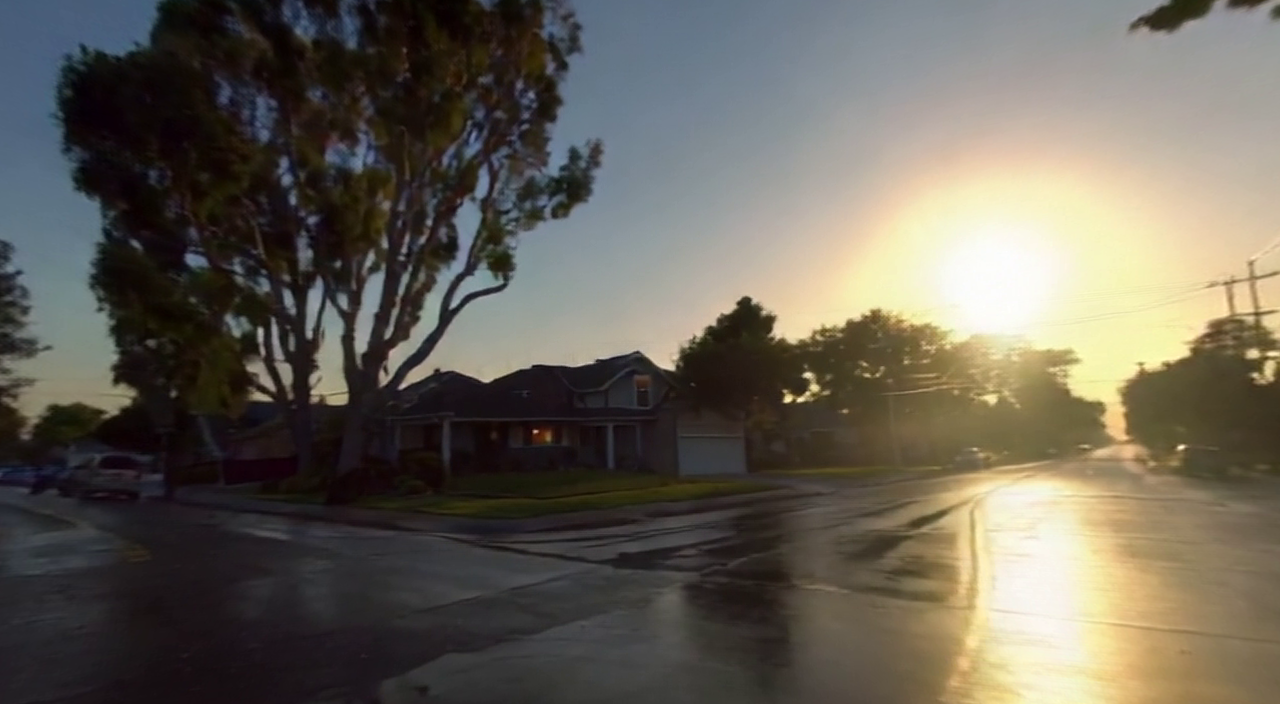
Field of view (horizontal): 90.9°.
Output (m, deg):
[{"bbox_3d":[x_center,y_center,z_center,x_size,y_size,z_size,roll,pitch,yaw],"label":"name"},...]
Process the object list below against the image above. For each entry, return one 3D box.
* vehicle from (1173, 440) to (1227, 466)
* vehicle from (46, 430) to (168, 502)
[{"bbox_3d":[34.666,6.246,39.116,1.970,1.530,3.685,-6,-10,34],"label":"vehicle"},{"bbox_3d":[-25.940,5.399,30.603,6.380,3.089,2.718,-6,-10,35],"label":"vehicle"}]
